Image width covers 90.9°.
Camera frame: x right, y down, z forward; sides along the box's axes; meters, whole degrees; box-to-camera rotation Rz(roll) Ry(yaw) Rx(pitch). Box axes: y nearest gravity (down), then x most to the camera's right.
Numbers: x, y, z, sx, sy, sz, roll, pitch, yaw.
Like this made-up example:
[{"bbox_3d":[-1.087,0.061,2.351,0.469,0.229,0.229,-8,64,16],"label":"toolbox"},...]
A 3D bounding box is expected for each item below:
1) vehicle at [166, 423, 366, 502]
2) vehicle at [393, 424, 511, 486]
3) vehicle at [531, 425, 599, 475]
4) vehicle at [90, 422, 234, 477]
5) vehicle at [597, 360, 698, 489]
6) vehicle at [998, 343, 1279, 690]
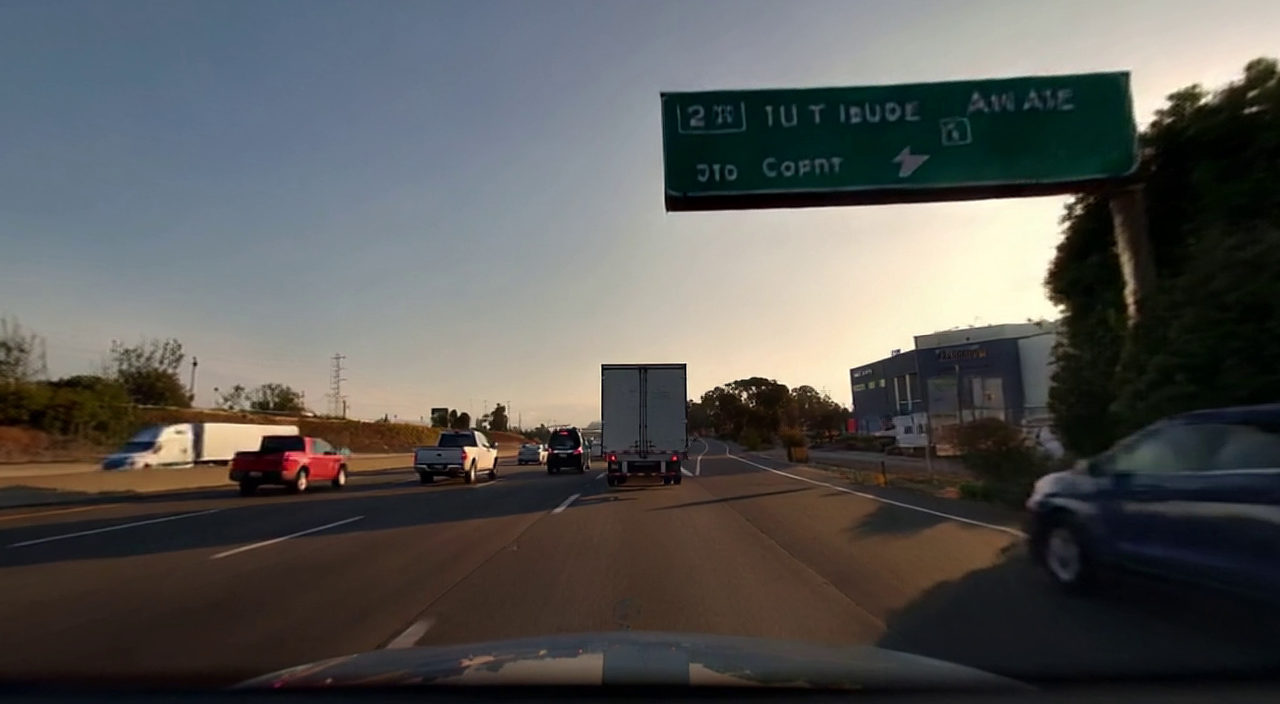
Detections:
[{"bbox_3d":[-10.298,3.102,18.178,2.089,1.885,5.888,0,-9,1],"label":"vehicle"},{"bbox_3d":[-6.695,3.796,23.443,2.479,1.978,5.952,0,-9,1],"label":"vehicle"},{"bbox_3d":[-3.378,4.618,29.786,2.379,2.075,6.169,0,-9,1],"label":"vehicle"},{"bbox_3d":[-28.403,5.864,38.053,2.888,3.005,7.363,0,-9,0],"label":"vehicle"},{"bbox_3d":[0.173,2.851,23.531,2.941,3.794,9.851,0,-9,-1],"label":"vehicle"},{"bbox_3d":[4.418,0.878,3.422,2.137,1.796,4.817,0,-9,1],"label":"vehicle"}]
